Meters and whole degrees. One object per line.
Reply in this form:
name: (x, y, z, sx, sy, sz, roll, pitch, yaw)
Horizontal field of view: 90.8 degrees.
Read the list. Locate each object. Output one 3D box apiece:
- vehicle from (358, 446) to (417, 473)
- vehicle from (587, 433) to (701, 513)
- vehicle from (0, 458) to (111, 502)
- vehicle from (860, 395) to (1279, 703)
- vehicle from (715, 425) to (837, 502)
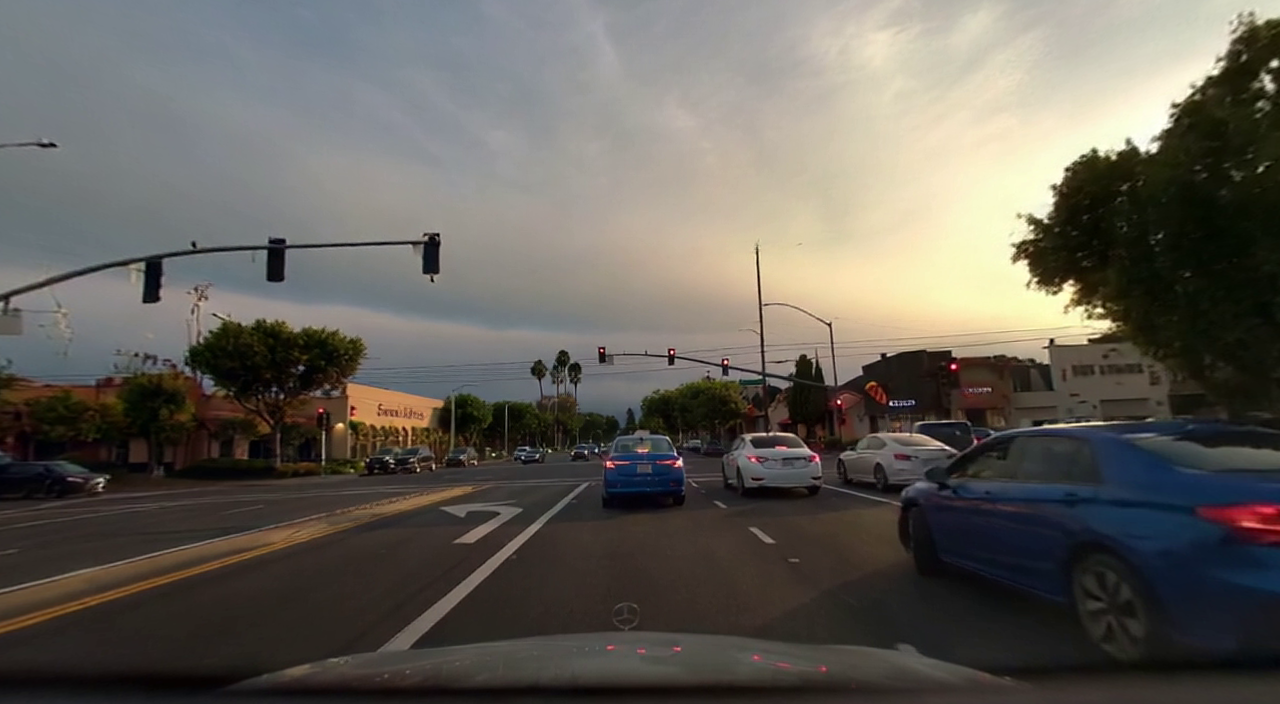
vehicle: (-18.736, 7.987, 47.234, 2.324, 1.911, 5.610, 0, -8, -3)
vehicle: (0.035, 2.578, 13.945, 2.135, 1.468, 4.076, 0, -8, -1)
vehicle: (-26.136, 5.469, 27.131, 4.780, 1.669, 2.232, -1, -8, -2)
vehicle: (3.527, 1.253, 4.940, 1.889, 1.473, 4.643, 0, -8, -1)
vehicle: (3.224, 2.770, 16.065, 1.973, 1.633, 4.717, 0, -8, -1)
